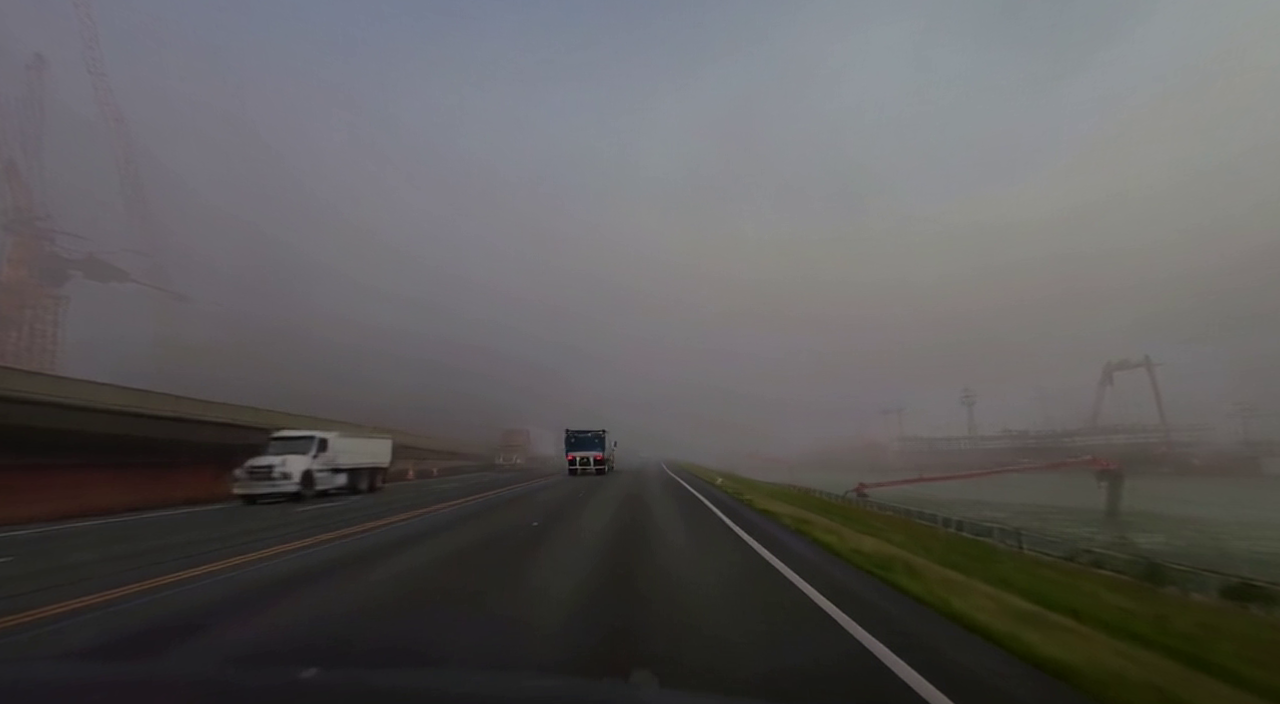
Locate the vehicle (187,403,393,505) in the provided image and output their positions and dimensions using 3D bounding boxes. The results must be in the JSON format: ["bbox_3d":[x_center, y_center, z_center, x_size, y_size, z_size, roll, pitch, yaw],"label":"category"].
[{"bbox_3d":[-10.160,3.098,19.225,2.762,2.579,6.099,0,-9,0],"label":"vehicle"}]

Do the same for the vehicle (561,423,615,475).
[{"bbox_3d":[-2.933,5.697,37.066,2.565,2.771,6.641,0,-9,0],"label":"vehicle"}]

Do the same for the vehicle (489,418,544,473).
[{"bbox_3d":[-9.519,7.294,49.179,2.918,3.990,5.826,0,-9,1],"label":"vehicle"}]
